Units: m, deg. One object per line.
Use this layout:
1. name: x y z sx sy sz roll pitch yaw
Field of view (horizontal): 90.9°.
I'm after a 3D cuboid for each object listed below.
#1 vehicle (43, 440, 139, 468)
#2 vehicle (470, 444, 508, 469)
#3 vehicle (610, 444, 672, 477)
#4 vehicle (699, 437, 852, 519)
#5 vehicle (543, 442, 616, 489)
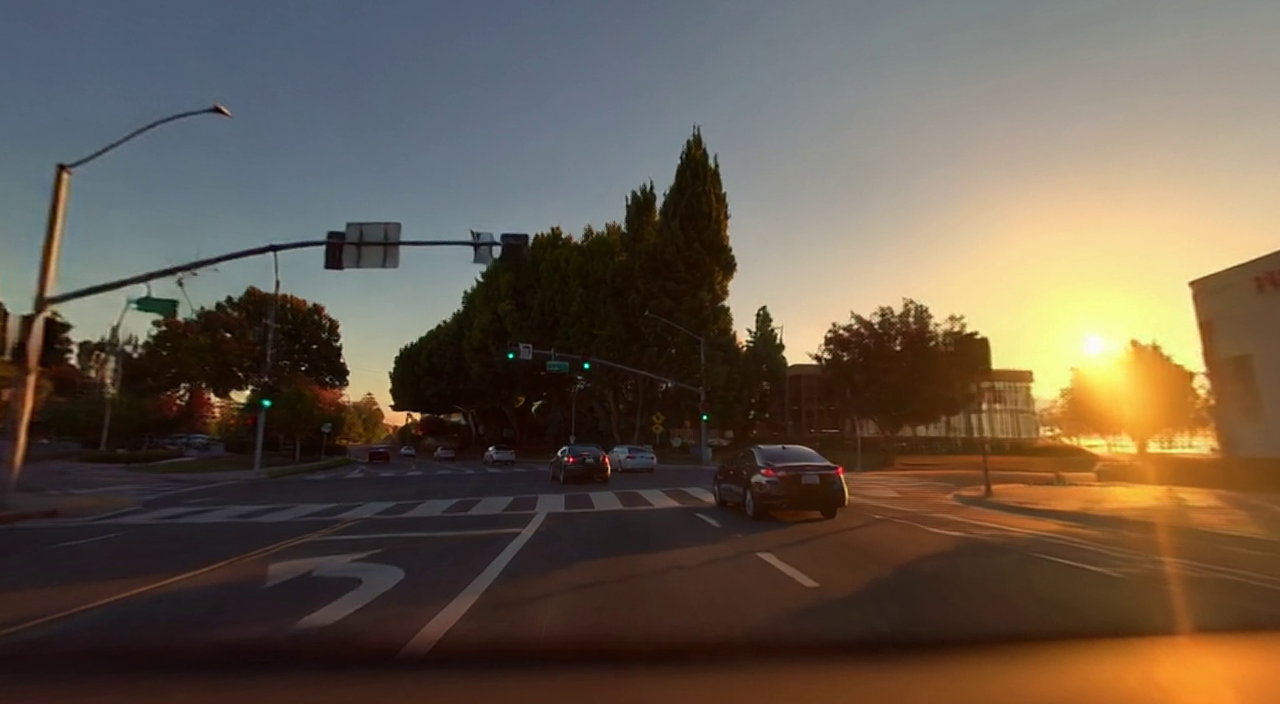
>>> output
1. vehicle: -32.727 6.070 37.696 3.796 1.595 1.808 3 -9 -19
2. vehicle: -10.347 7.096 42.926 2.012 1.492 4.079 4 -8 -19
3. vehicle: -0.065 5.357 31.477 1.957 1.463 4.701 2 -9 -15
4. vehicle: 2.731 2.669 13.950 1.984 1.476 4.488 1 -9 -6
5. vehicle: -2.361 4.124 23.324 2.308 1.535 4.811 1 -9 -10
